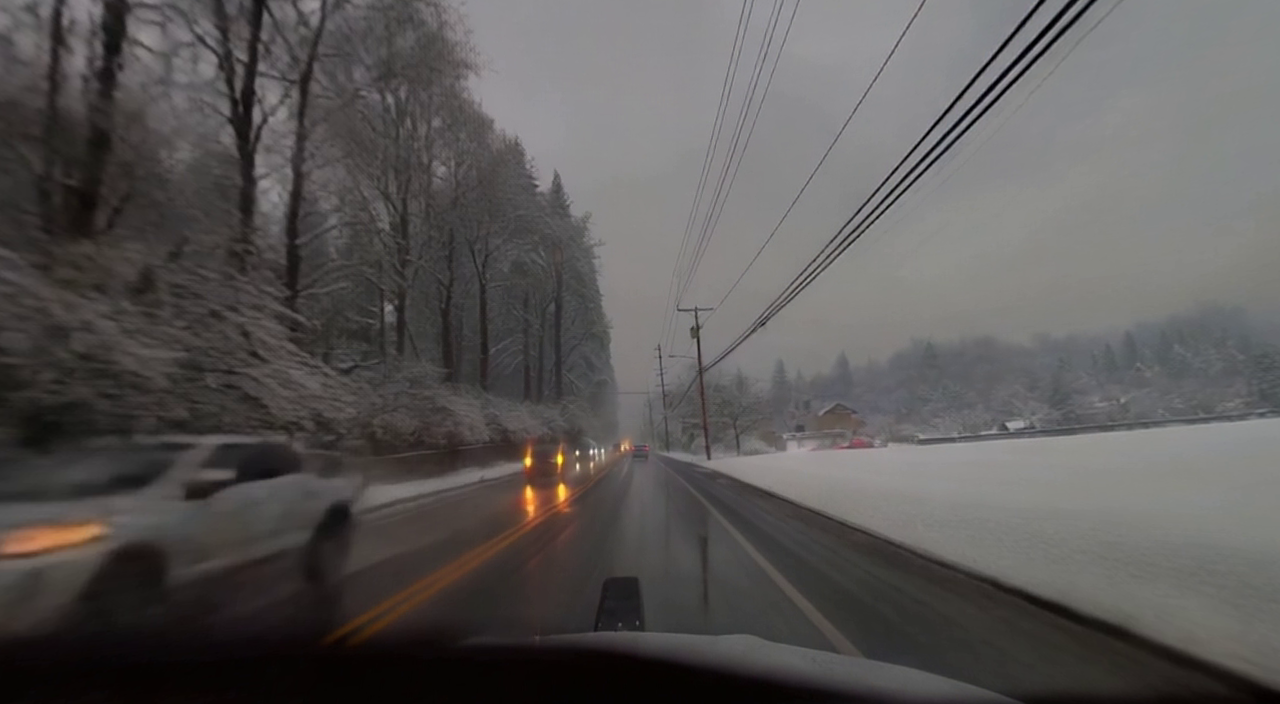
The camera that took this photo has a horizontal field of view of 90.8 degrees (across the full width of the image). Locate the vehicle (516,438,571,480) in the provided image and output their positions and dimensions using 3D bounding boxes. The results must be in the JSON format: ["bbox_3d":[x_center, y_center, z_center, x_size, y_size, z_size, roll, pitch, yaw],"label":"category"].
[{"bbox_3d":[-4.456,5.016,29.851,1.968,1.813,4.409,0,-8,-1],"label":"vehicle"}]

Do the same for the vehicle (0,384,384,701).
[{"bbox_3d":[-4.583,1.475,6.132,2.225,1.872,4.588,0,-8,0],"label":"vehicle"}]
